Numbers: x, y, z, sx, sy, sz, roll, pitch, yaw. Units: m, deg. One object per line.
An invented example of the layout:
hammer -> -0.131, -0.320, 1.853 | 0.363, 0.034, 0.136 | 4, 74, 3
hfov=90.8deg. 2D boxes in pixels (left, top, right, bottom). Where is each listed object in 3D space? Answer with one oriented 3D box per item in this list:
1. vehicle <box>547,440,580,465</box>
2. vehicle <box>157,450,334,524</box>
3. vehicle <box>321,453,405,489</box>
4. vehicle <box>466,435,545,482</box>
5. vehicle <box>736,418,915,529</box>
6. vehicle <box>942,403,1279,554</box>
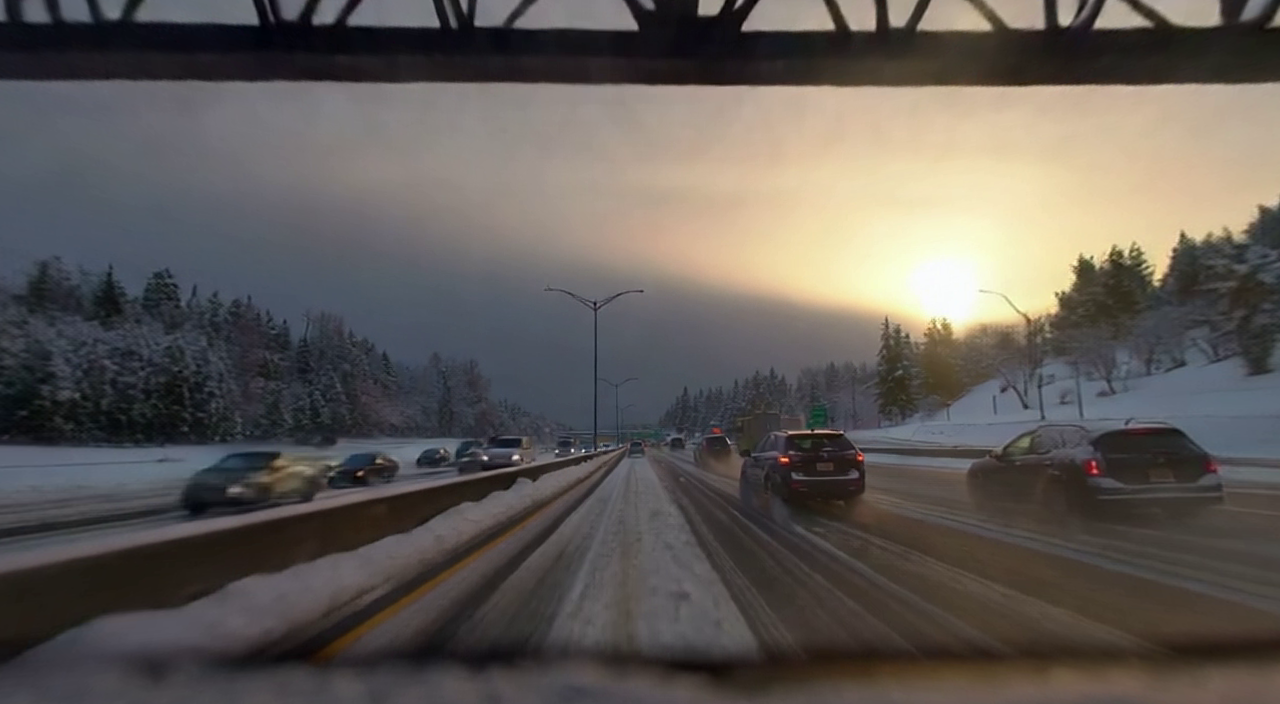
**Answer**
vehicle -> -5.943, 7.902, 49.603 | 2.048, 1.838, 4.587 | 0, -9, -1
vehicle -> -9.283, 3.165, 15.289 | 1.922, 1.523, 3.645 | 0, -9, -1
vehicle -> -12.647, 5.430, 29.159 | 1.919, 1.456, 4.462 | 0, -9, -1
vehicle -> -5.966, 4.815, 28.850 | 2.405, 1.932, 5.424 | 0, -9, 0
vehicle -> 3.229, 2.224, 12.057 | 2.059, 1.711, 4.302 | 0, -9, 0
vehicle -> 7.160, 1.900, 10.185 | 2.040, 1.801, 4.959 | 0, -9, -1
